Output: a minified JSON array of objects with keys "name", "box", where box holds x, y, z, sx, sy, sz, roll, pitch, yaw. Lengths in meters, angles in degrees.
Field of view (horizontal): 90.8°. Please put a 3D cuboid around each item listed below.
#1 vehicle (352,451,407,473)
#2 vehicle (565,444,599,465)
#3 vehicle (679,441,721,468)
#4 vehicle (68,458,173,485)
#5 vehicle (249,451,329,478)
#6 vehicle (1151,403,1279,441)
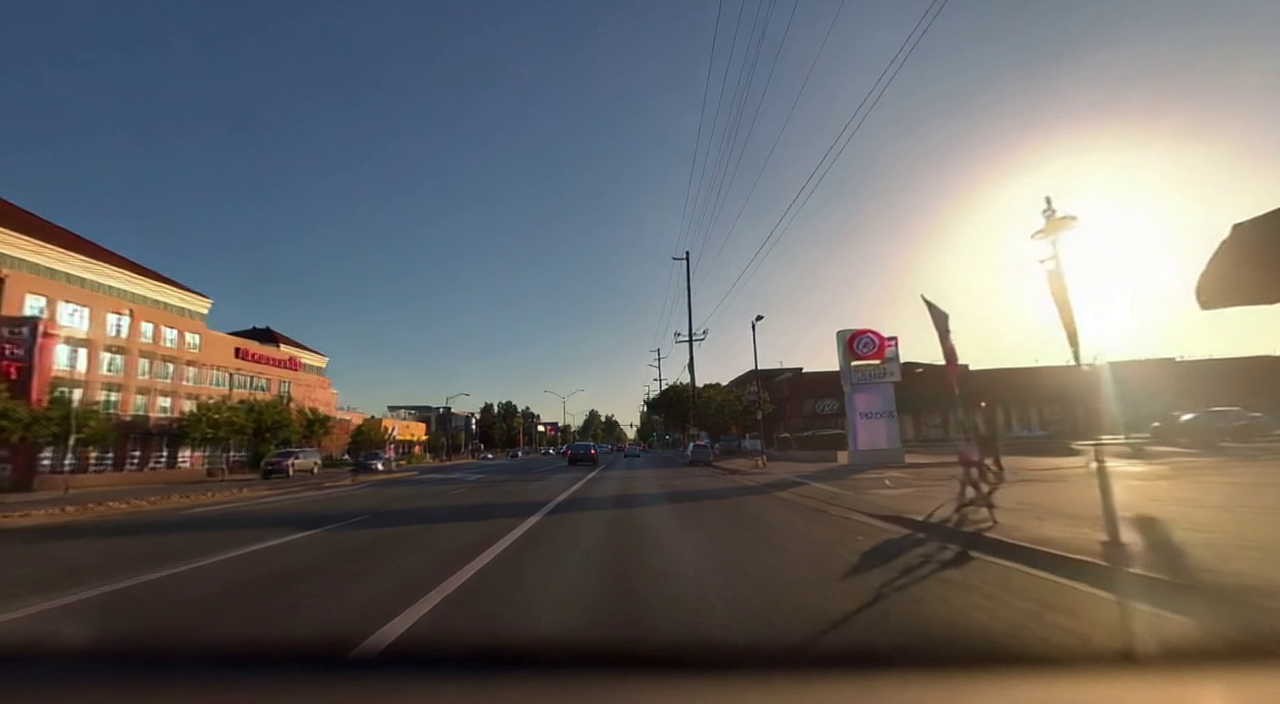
[{"name":"vehicle","box":[-18.535,7.817,45.153,1.990,1.500,4.467,0,-9,0]},{"name":"vehicle","box":[-4.282,7.658,47.436,2.179,1.490,4.742,0,-9,-1]},{"name":"vehicle","box":[3.525,6.131,37.983,1.922,1.507,4.824,0,-9,-1]},{"name":"vehicle","box":[-32.390,7.426,39.470,4.720,1.556,2.070,0,-9,1]},{"name":"vehicle","box":[-25.299,8.083,45.726,2.239,1.802,4.652,-4,-9,21]},{"name":"vehicle","box":[33.591,4.139,36.745,2.071,1.958,5.485,4,-10,-27]}]
